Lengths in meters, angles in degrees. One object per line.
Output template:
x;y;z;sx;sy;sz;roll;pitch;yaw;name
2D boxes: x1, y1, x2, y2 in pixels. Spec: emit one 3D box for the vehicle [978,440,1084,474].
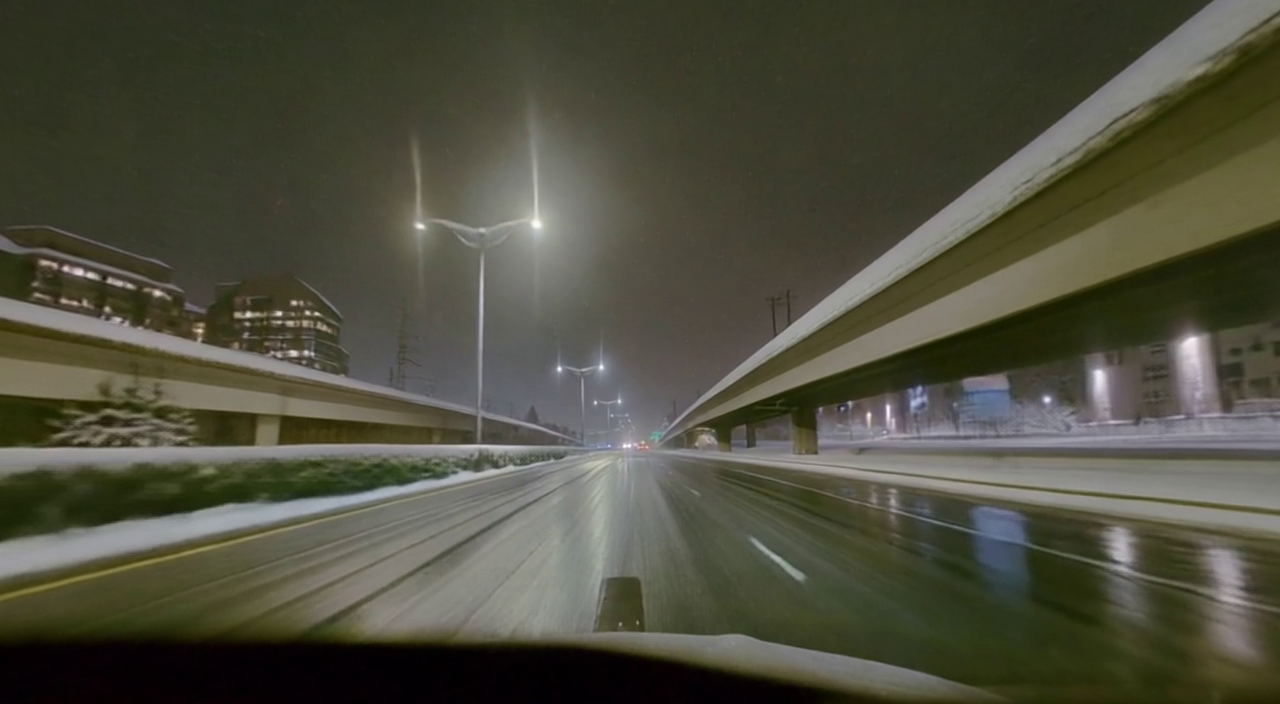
18.266;4.900;29.824;2.059;1.457;4.537;0;-8;-1;vehicle
